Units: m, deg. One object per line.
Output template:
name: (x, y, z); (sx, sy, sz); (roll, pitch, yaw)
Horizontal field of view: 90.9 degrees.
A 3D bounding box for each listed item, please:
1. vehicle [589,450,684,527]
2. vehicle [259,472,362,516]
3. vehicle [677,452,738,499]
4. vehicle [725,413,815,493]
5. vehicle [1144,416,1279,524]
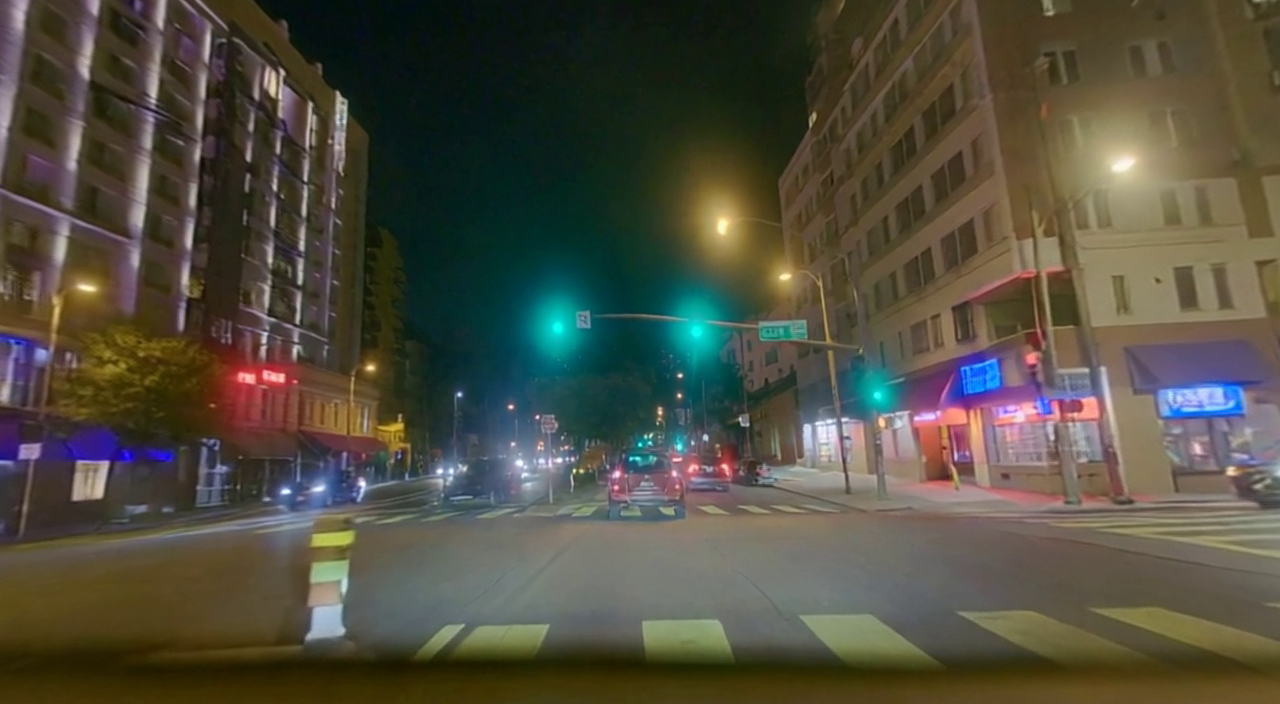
vehicle: (-0.079, 3.512, 16.864); (2.209, 1.748, 4.130); (0, -9, 0)
vehicle: (-14.248, 6.138, 27.653); (2.043, 1.526, 4.617); (0, -9, -1)
vehicle: (2.726, 5.127, 26.553); (1.939, 1.746, 4.091); (0, -9, -2)
vehicle: (6.087, 4.870, 30.732); (2.803, 3.401, 6.688); (0, -9, -1)
vehicle: (13.839, 2.343, 12.757); (5.156, 2.005, 2.122); (-1, -9, 6)
